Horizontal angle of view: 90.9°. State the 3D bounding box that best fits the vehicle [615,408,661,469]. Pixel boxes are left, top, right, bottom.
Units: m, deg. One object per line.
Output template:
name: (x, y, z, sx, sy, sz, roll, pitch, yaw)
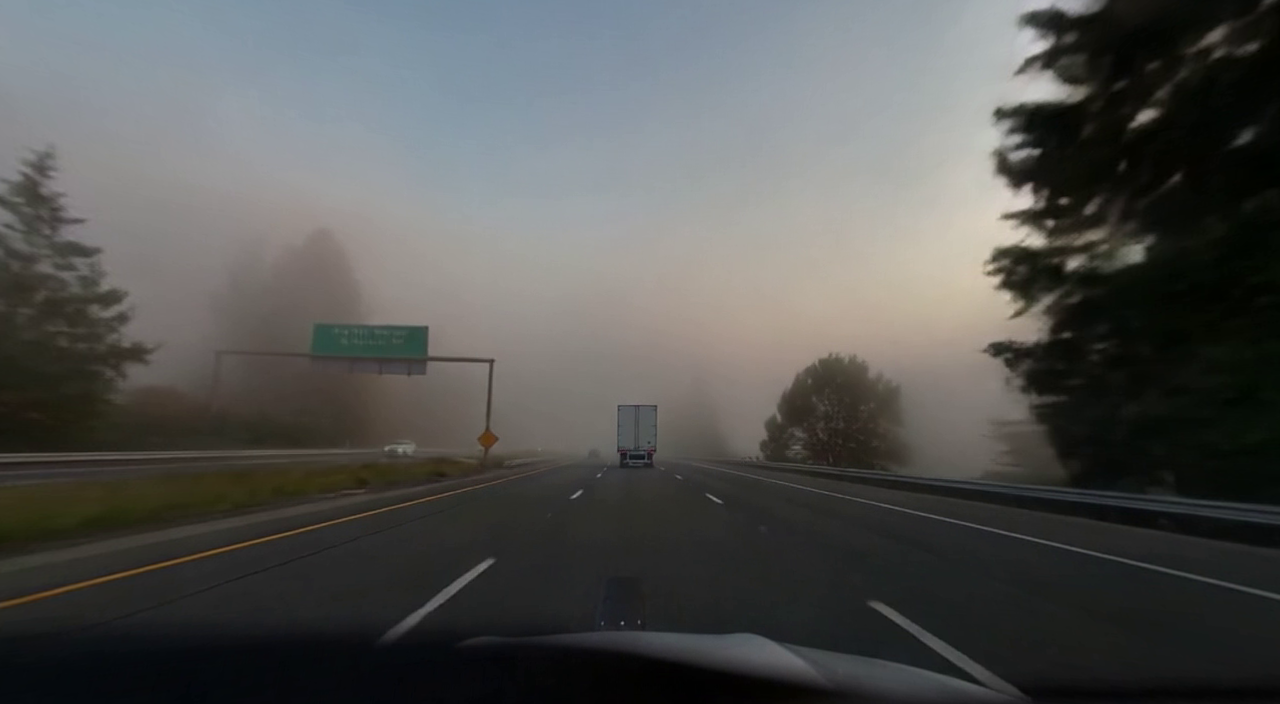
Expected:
vehicle: (-0.316, 6.502, 46.764, 2.962, 3.953, 10.696, 0, -9, -3)
